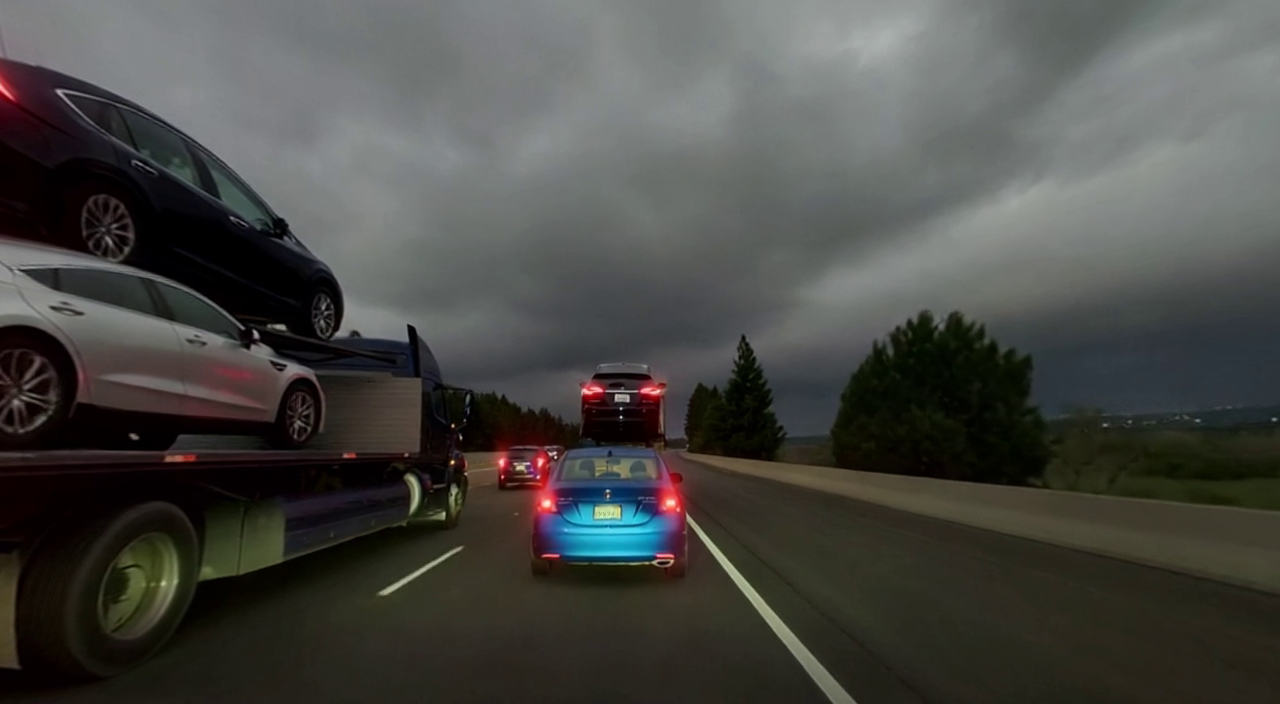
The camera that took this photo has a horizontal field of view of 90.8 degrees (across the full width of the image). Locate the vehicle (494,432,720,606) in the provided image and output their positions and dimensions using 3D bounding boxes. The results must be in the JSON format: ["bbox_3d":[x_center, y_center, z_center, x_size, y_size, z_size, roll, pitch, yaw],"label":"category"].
[{"bbox_3d":[-0.315,1.743,7.339,1.991,1.507,3.391,0,-9,-1],"label":"vehicle"}]

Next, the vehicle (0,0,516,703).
[{"bbox_3d":[-4.627,0.692,9.028,2.836,4.059,14.286,0,-9,0],"label":"vehicle"}]
